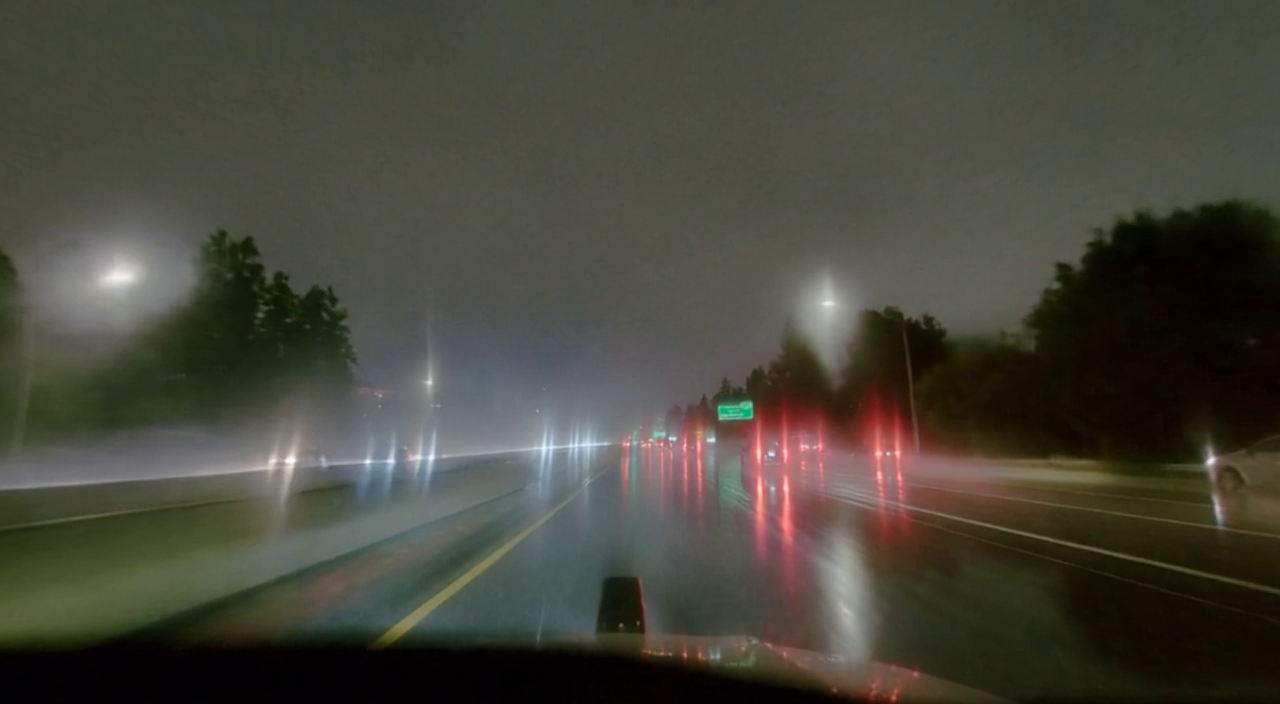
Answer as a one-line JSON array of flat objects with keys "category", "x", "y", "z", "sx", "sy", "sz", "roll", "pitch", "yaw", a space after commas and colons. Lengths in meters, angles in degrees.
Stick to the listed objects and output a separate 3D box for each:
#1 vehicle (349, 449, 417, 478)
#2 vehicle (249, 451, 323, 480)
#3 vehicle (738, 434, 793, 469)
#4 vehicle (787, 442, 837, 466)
[{"category": "vehicle", "x": -15.755, "y": 6.829, "z": 39.040, "sx": 2.345, "sy": 1.623, "sz": 4.641, "roll": 0, "pitch": -9, "yaw": -2}, {"category": "vehicle", "x": -24.682, "y": 7.880, "z": 44.300, "sx": 2.302, "sy": 1.848, "sz": 4.869, "roll": 0, "pitch": -9, "yaw": 0}, {"category": "vehicle", "x": 7.081, "y": 5.655, "z": 36.060, "sx": 2.098, "sy": 1.820, "sz": 4.505, "roll": 0, "pitch": -9, "yaw": -2}, {"category": "vehicle", "x": 10.923, "y": 6.497, "z": 40.395, "sx": 1.931, "sy": 1.479, "sz": 4.183, "roll": 0, "pitch": -9, "yaw": -1}]
